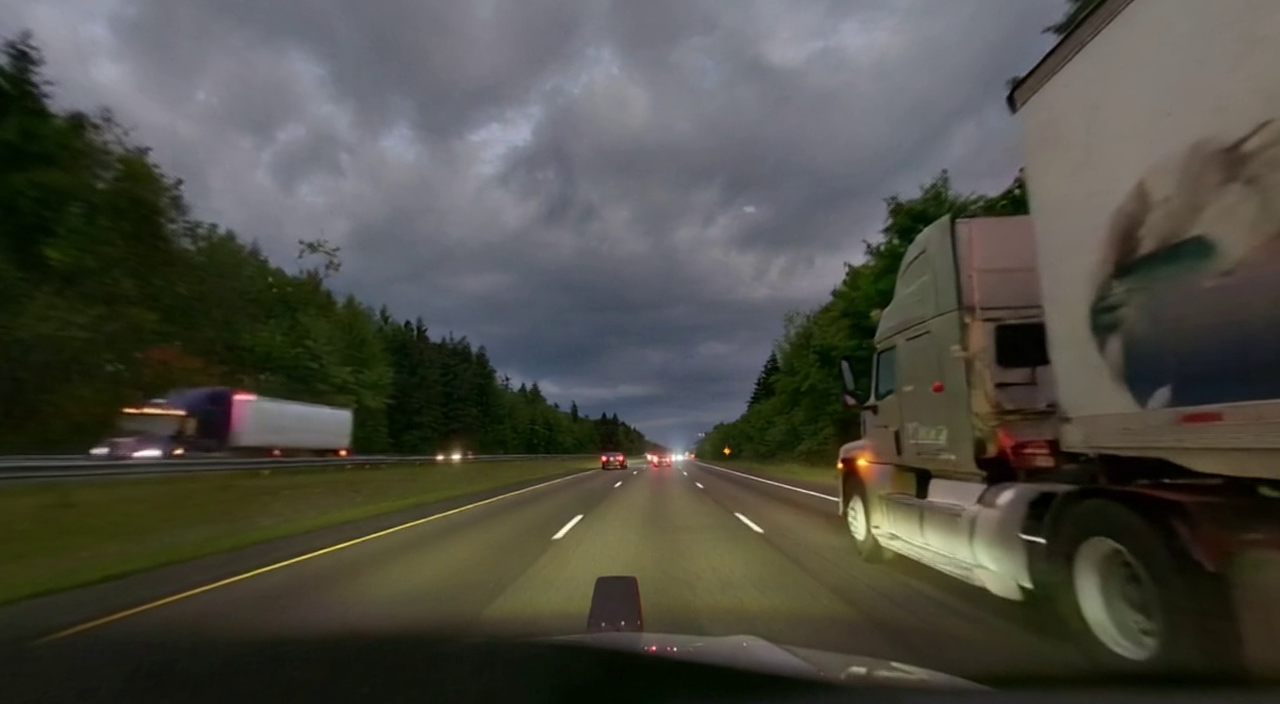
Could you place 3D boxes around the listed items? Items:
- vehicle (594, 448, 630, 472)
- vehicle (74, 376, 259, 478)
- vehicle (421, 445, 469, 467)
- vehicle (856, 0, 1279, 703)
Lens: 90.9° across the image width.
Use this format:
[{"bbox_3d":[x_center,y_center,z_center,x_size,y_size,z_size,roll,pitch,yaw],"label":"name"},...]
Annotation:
[{"bbox_3d":[-2.066,8.160,47.778,2.205,1.728,4.397,-1,-9,3],"label":"vehicle"},{"bbox_3d":[-19.557,3.270,26.631,2.925,3.825,5.907,0,-9,1],"label":"vehicle"},{"bbox_3d":[-15.121,8.117,49.167,2.129,1.633,4.593,0,-9,2],"label":"vehicle"},{"bbox_3d":[3.888,0.008,3.667,2.984,3.908,5.930,0,-9,-1],"label":"vehicle"}]
